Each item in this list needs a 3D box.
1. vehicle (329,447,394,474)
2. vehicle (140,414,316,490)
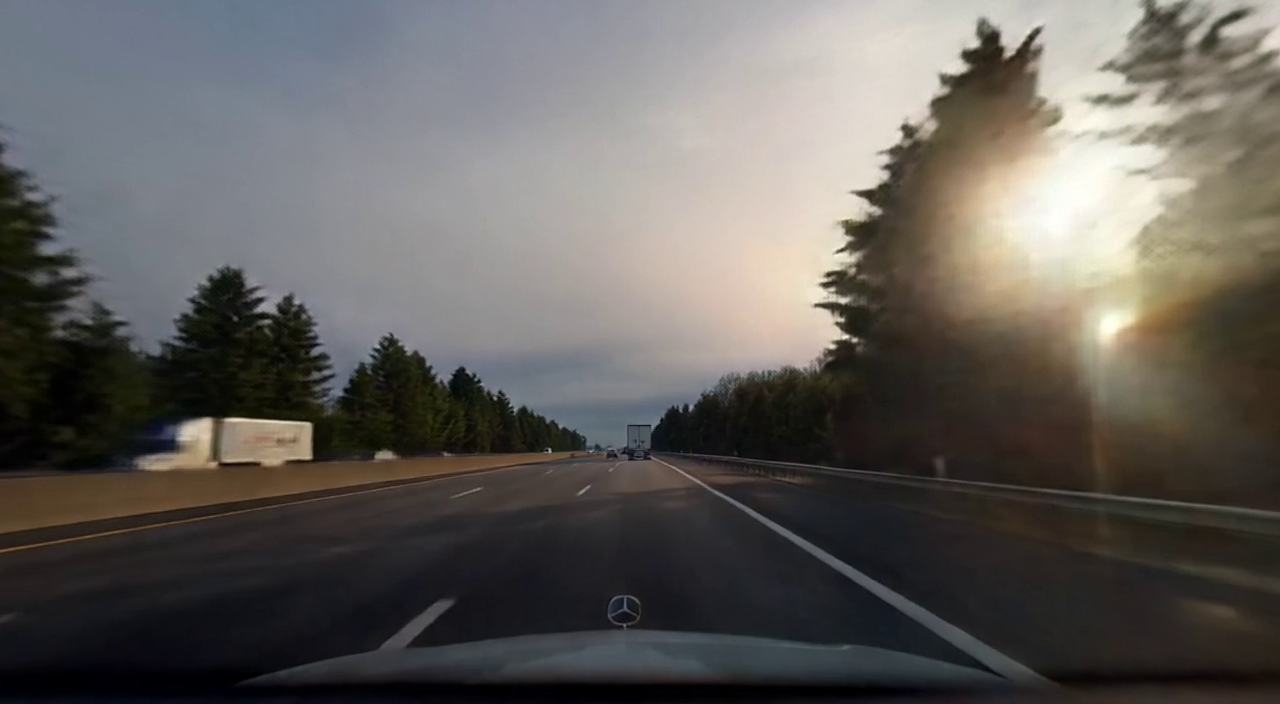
[{"bbox_3d":[-15.820,6.189,36.024,1.788,1.436,4.029,0,-9,1],"label":"vehicle"},{"bbox_3d":[-23.187,5.775,36.571,3.203,3.774,10.121,0,-9,1],"label":"vehicle"}]
